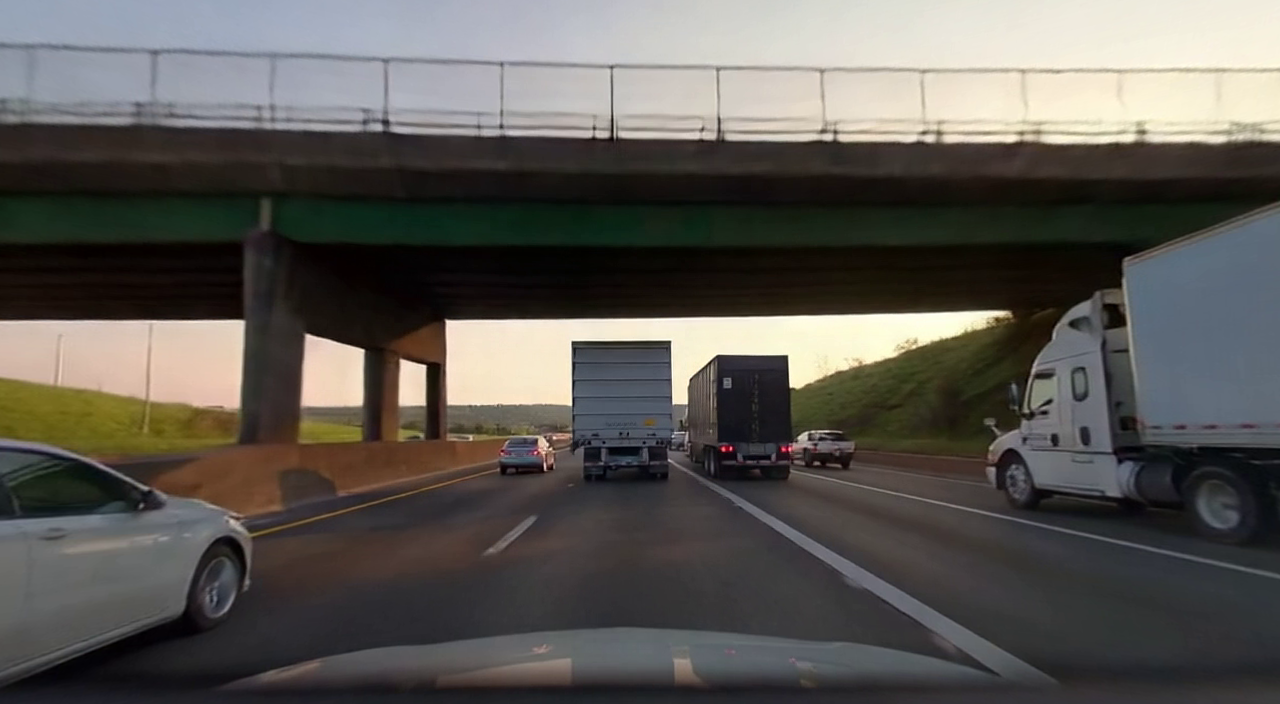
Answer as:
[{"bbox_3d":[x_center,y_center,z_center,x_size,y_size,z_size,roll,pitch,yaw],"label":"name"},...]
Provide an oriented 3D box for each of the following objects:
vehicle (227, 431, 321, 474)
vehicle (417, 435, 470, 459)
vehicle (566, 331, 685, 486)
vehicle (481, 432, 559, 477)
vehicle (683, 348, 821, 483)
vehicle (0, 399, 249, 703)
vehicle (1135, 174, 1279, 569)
[{"bbox_3d":[-20.067,5.485,34.868,2.246,2.109,5.095,-2,-8,-1],"label":"vehicle"},{"bbox_3d":[-12.723,6.178,41.128,2.060,1.479,4.264,0,-8,0],"label":"vehicle"},{"bbox_3d":[-0.556,2.179,21.880,3.090,4.065,10.702,0,-8,-2],"label":"vehicle"},{"bbox_3d":[-4.186,3.610,22.535,2.049,1.483,3.786,0,-8,0],"label":"vehicle"},{"bbox_3d":[3.620,2.589,23.976,2.817,3.886,11.491,0,-8,-2],"label":"vehicle"},{"bbox_3d":[-3.534,0.822,1.774,1.894,1.460,4.662,0,-8,0],"label":"vehicle"},{"bbox_3d":[8.299,-0.452,1.819,3.000,4.114,13.063,0,-8,-1],"label":"vehicle"}]
